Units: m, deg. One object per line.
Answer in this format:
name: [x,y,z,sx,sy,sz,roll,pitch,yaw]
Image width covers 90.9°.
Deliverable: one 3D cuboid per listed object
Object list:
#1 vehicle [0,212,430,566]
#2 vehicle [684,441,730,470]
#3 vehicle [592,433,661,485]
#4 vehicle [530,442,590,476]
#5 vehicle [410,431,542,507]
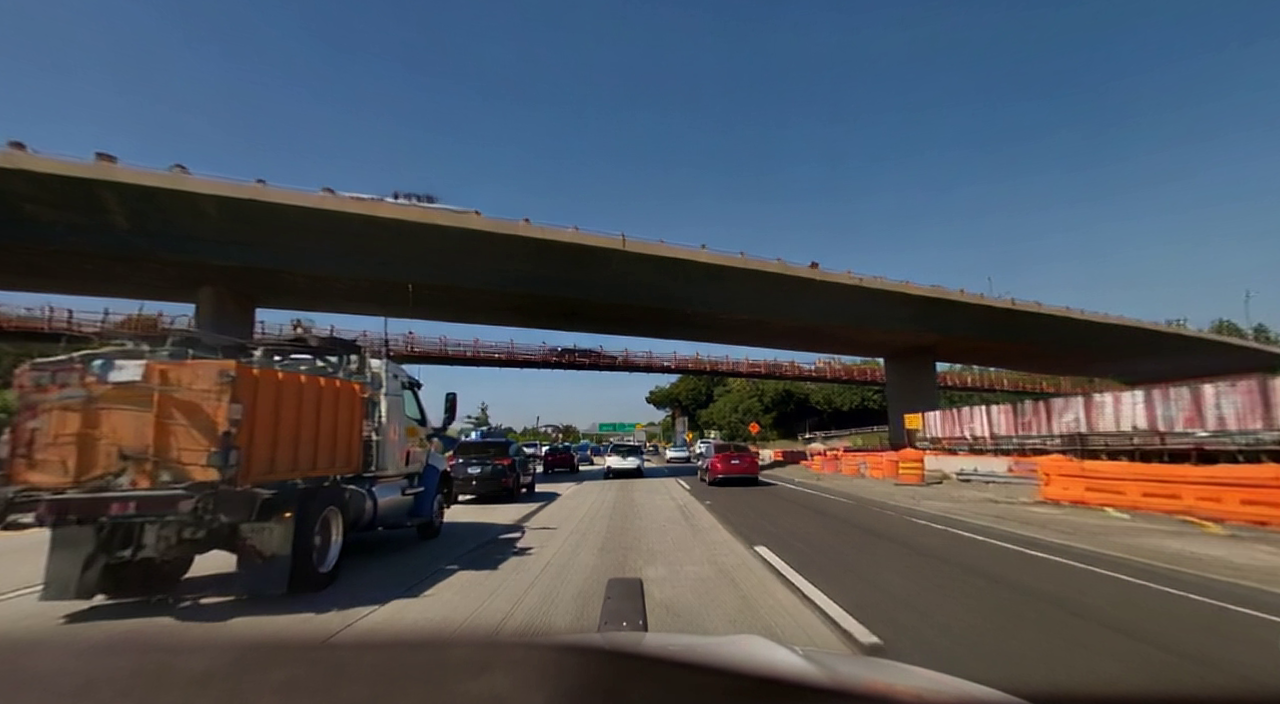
vehicle: [-7.503,1.112,12.182,2.959,3.886,10.574,0,-8,1]
vehicle: [3.595,5.659,34.564,2.003,1.465,4.092,0,-8,-1]
vehicle: [-0.444,3.830,22.952,2.270,1.696,4.061,0,-8,0]
vehicle: [-3.686,5.024,29.923,2.141,1.455,4.447,0,-8,1]
vehicle: [-3.952,2.895,16.082,2.124,1.639,4.344,0,-8,1]
